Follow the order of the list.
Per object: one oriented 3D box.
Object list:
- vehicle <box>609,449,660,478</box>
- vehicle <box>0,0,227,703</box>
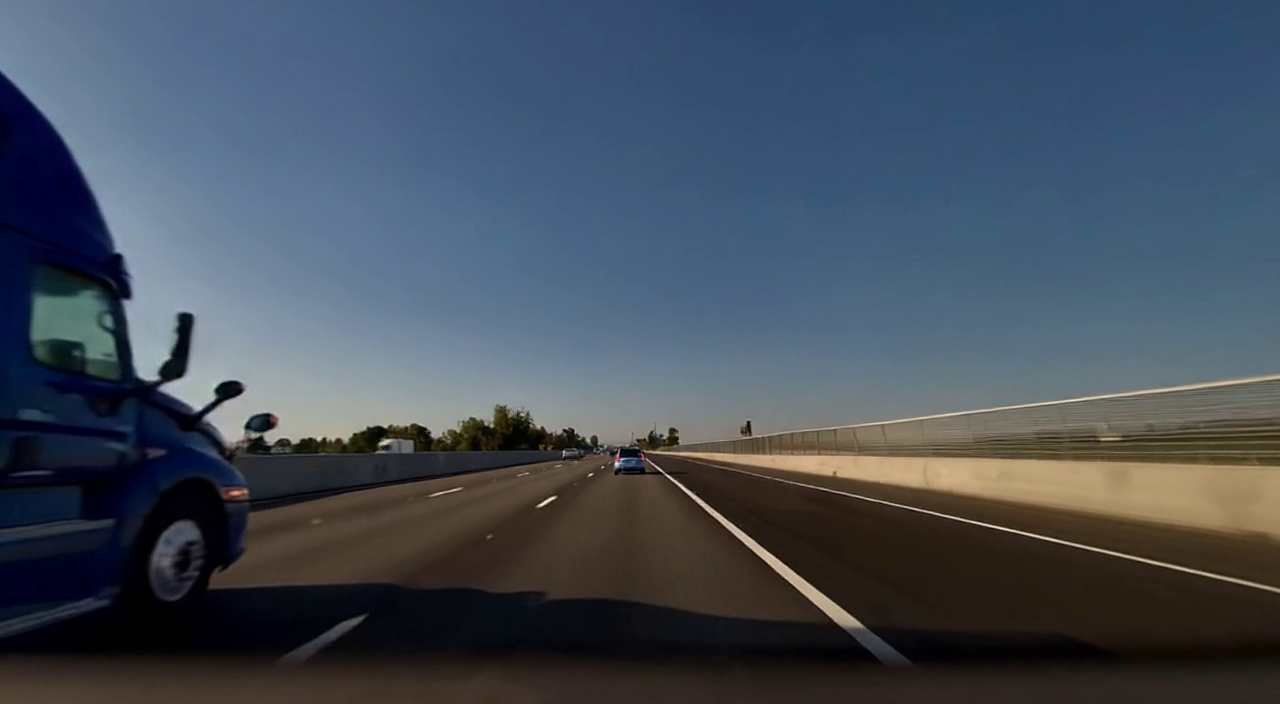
[{"bbox_3d":[-0.324,5.692,32.315,2.398,1.336,5.698,0,-9,-1],"label":"vehicle"},{"bbox_3d":[-4.160,-0.095,2.583,3.036,3.291,2.419,0,-9,-2],"label":"vehicle"}]
